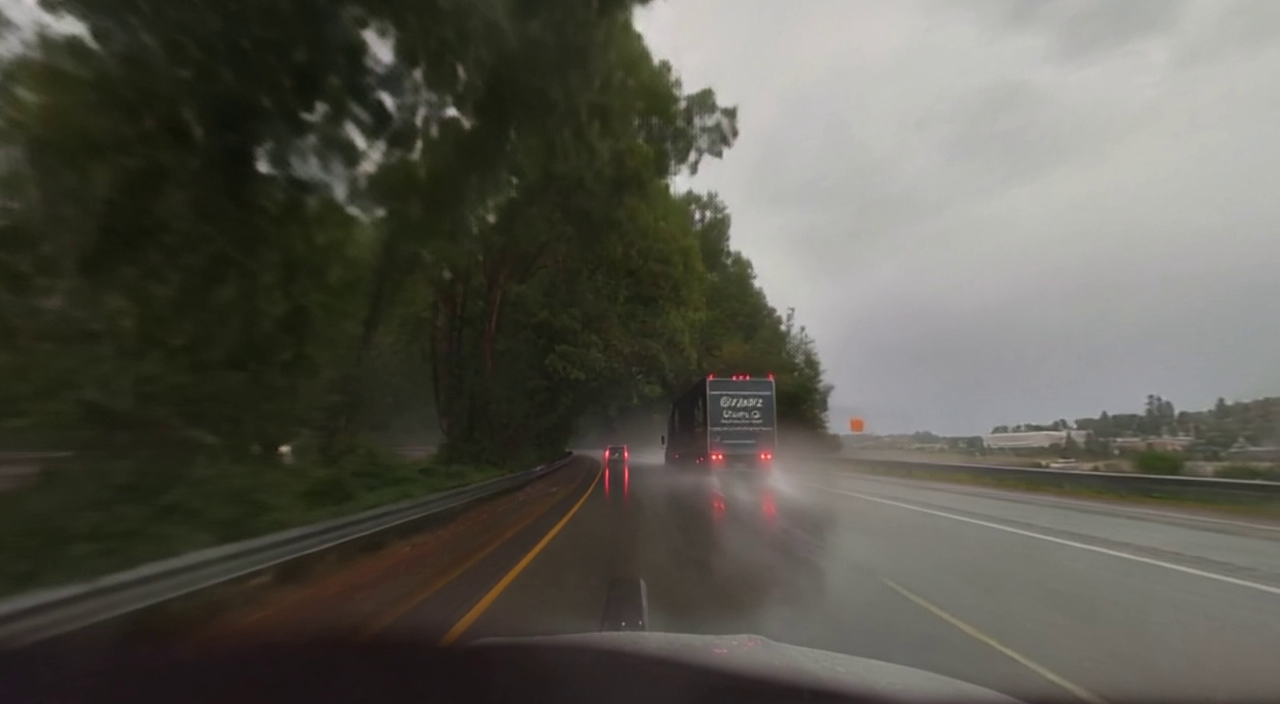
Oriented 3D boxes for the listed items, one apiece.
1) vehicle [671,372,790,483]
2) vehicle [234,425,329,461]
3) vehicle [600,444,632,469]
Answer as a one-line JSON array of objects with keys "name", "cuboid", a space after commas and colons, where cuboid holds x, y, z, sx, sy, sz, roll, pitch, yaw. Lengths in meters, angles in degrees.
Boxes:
[{"name": "vehicle", "cuboid": [3.618, 3.788, 30.008, 2.951, 4.012, 14.203, 0, -9, -3]}, {"name": "vehicle", "cuboid": [-17.352, 4.478, 30.823, 1.926, 1.629, 4.668, 0, -9, -1]}, {"name": "vehicle", "cuboid": [-1.468, 6.475, 39.113, 1.913, 1.460, 3.610, 0, -9, -1]}]
